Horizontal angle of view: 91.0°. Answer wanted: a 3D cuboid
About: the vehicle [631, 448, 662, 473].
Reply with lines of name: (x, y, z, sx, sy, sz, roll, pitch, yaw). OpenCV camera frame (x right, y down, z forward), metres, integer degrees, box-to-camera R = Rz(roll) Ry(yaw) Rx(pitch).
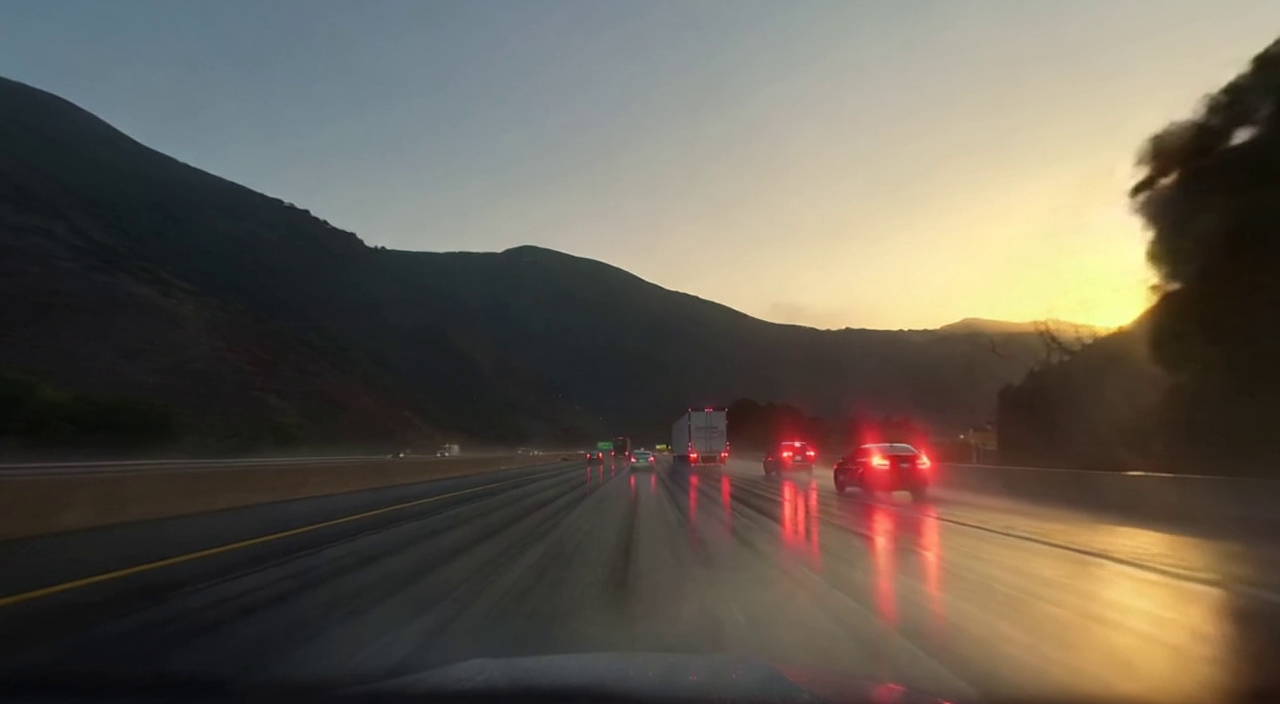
vehicle: (0.388, 6.843, 40.081, 1.866, 1.492, 3.932, 0, -9, 0)

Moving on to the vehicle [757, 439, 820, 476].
vehicle: (7.686, 5.519, 33.123, 2.143, 1.775, 4.729, 0, -9, 0)

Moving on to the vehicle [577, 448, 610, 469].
vehicle: (-3.480, 8.066, 47.836, 2.132, 1.506, 4.256, 0, -9, 0)

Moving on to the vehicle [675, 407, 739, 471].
vehicle: (4.122, 5.798, 41.593, 3.130, 3.607, 11.129, 0, -9, 1)

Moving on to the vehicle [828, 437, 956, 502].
vehicle: (7.246, 3.407, 18.706, 2.044, 1.676, 4.421, 0, -9, 1)
